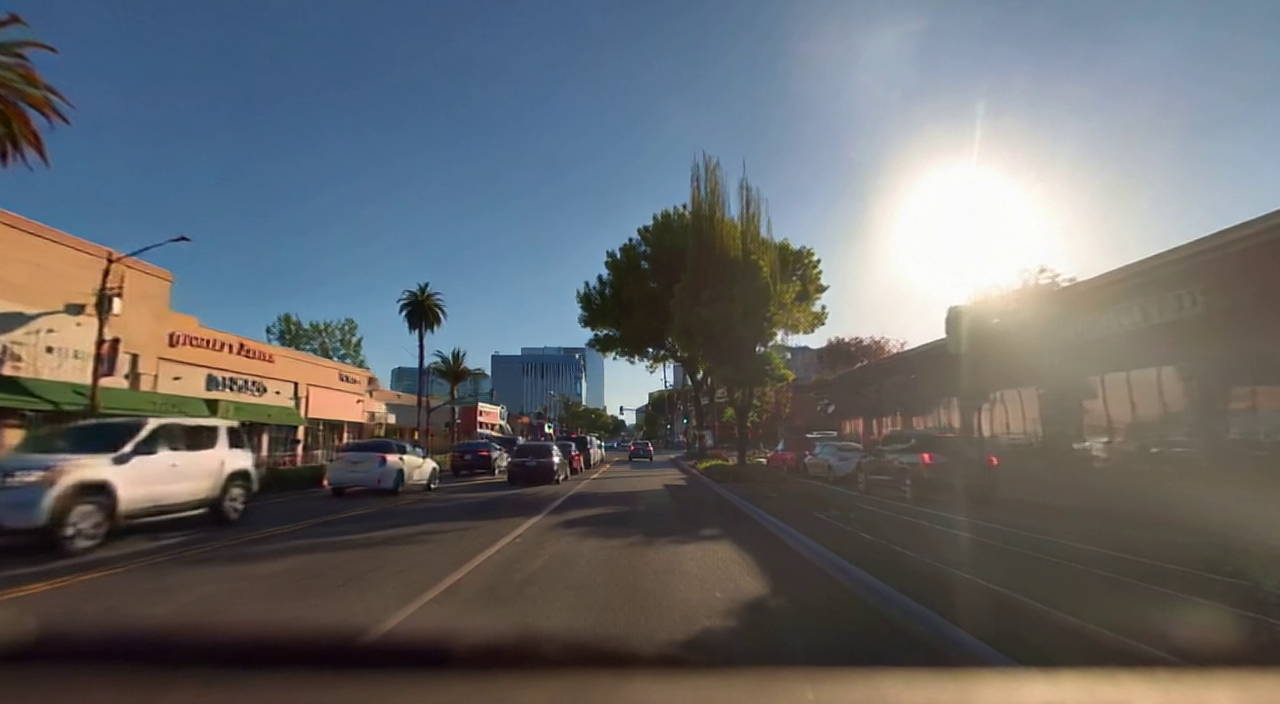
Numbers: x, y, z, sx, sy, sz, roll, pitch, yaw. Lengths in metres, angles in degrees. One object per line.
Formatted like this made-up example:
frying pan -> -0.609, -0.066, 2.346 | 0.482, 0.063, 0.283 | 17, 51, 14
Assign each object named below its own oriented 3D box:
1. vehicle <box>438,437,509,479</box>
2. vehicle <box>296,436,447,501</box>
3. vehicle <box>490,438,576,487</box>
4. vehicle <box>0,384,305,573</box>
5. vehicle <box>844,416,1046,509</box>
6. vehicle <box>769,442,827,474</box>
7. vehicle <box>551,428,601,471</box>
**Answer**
vehicle -> -6.586, 4.229, 25.403 | 1.668, 1.525, 4.168 | 0, -9, 1
vehicle -> -6.969, 3.074, 16.979 | 2.071, 1.501, 4.339 | 0, -9, 1
vehicle -> -3.482, 3.716, 21.465 | 2.044, 1.462, 4.624 | 0, -9, 1
vehicle -> -6.934, 1.551, 8.295 | 2.026, 1.735, 5.361 | 0, -9, 1
vehicle -> 7.366, 2.764, 16.221 | 2.256, 1.936, 5.838 | 0, -9, 0
vehicle -> 7.815, 5.269, 31.558 | 1.888, 1.496, 4.294 | 0, -9, 1
vehicle -> -3.227, 5.062, 32.744 | 2.158, 2.040, 4.511 | 0, -9, 0
